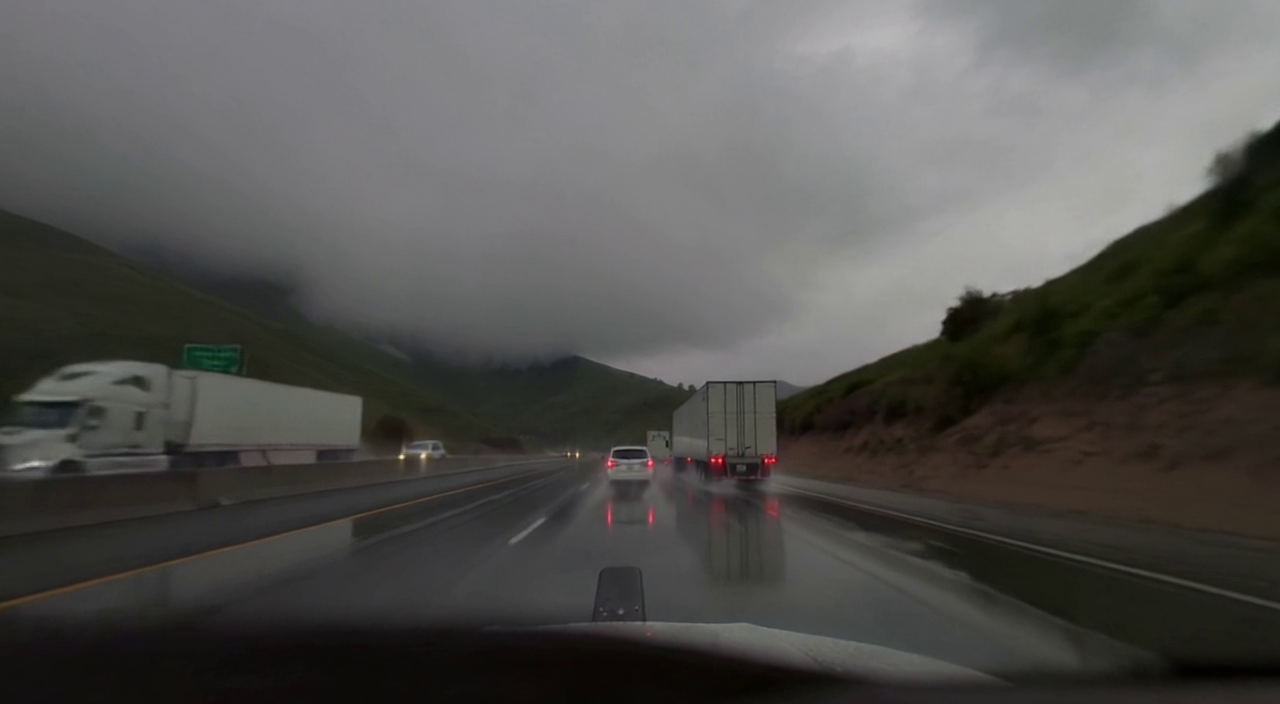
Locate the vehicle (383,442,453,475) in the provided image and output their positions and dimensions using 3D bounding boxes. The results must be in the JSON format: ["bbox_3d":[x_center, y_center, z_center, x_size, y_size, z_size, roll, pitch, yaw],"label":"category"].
[{"bbox_3d":[-12.085,5.831,34.678,2.105,1.656,4.746,0,-9,0],"label":"vehicle"}]

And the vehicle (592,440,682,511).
[{"bbox_3d":[-0.090,3.218,16.783,2.109,1.639,3.768,0,-9,-1],"label":"vehicle"}]

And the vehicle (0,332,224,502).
[{"bbox_3d":[-15.259,1.954,17.689,2.985,3.964,5.868,0,-9,-1],"label":"vehicle"}]

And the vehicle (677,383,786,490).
[{"bbox_3d":[3.850,4.284,30.882,2.812,4.024,14.098,0,-9,-2],"label":"vehicle"}]
